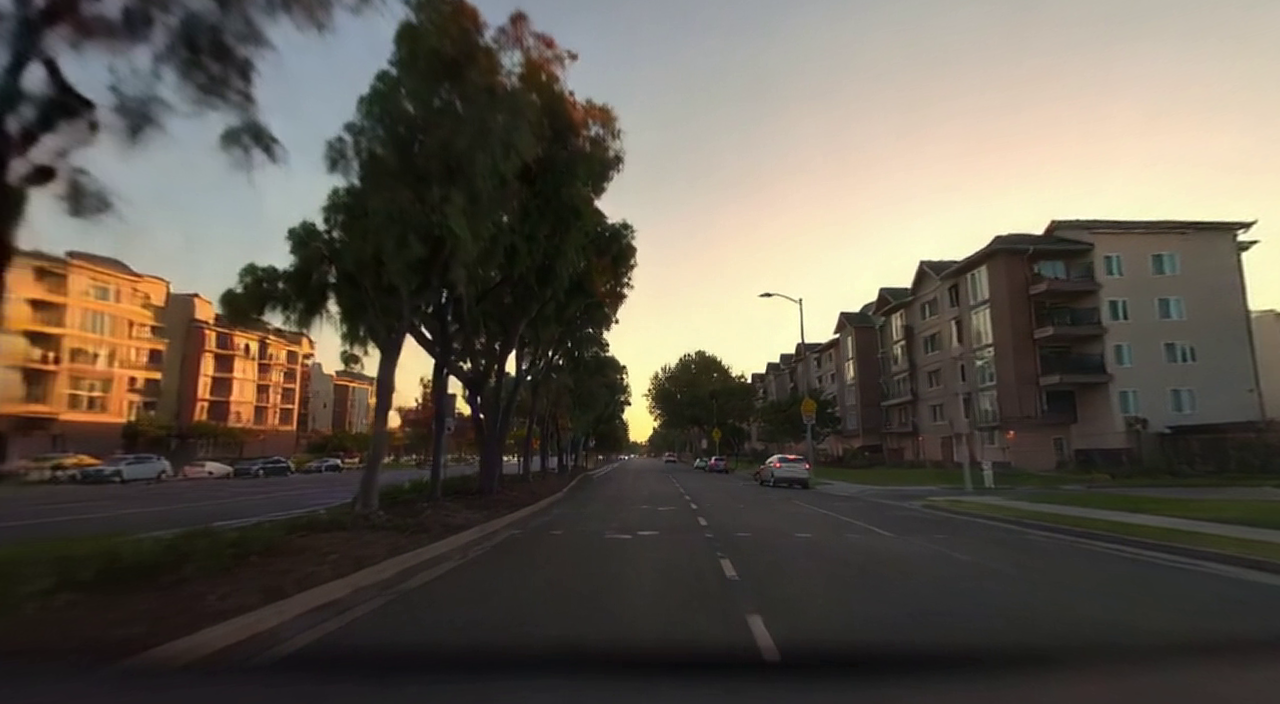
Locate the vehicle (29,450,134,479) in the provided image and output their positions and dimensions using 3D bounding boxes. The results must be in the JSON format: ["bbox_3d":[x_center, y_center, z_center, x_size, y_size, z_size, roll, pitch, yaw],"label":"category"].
[{"bbox_3d":[-32.473,6.528,36.692,1.836,1.533,4.324,-8,-12,43],"label":"vehicle"}]

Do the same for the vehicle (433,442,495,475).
[{"bbox_3d":[-11.823,7.190,42.857,2.445,2.105,5.995,0,-9,0],"label":"vehicle"}]

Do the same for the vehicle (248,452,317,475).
[{"bbox_3d":[-25.543,7.948,45.155,1.939,1.514,4.793,0,-9,3],"label":"vehicle"}]

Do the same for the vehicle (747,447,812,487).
[{"bbox_3d":[7.060,5.833,32.430,2.241,1.877,4.810,0,-9,0],"label":"vehicle"}]

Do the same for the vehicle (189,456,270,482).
[{"bbox_3d":[-25.761,7.317,39.675,1.931,1.427,4.578,0,-9,1],"label":"vehicle"}]
